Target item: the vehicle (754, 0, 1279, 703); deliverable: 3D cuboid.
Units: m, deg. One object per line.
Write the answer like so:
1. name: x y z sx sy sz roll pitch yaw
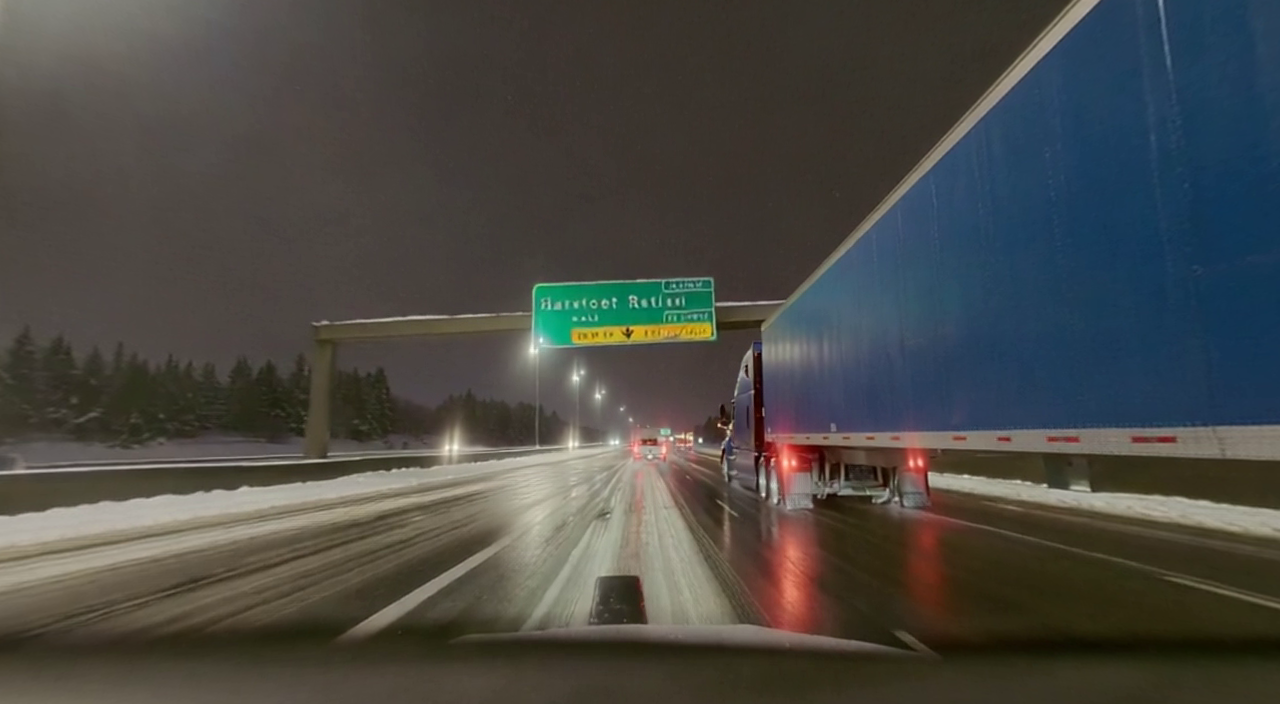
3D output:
1. vehicle: 4.088 0.262 6.360 3.019 4.145 16.453 -1 -9 1

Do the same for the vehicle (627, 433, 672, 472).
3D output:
1. vehicle: 0.466 5.228 32.796 2.205 1.860 4.301 0 -9 0
